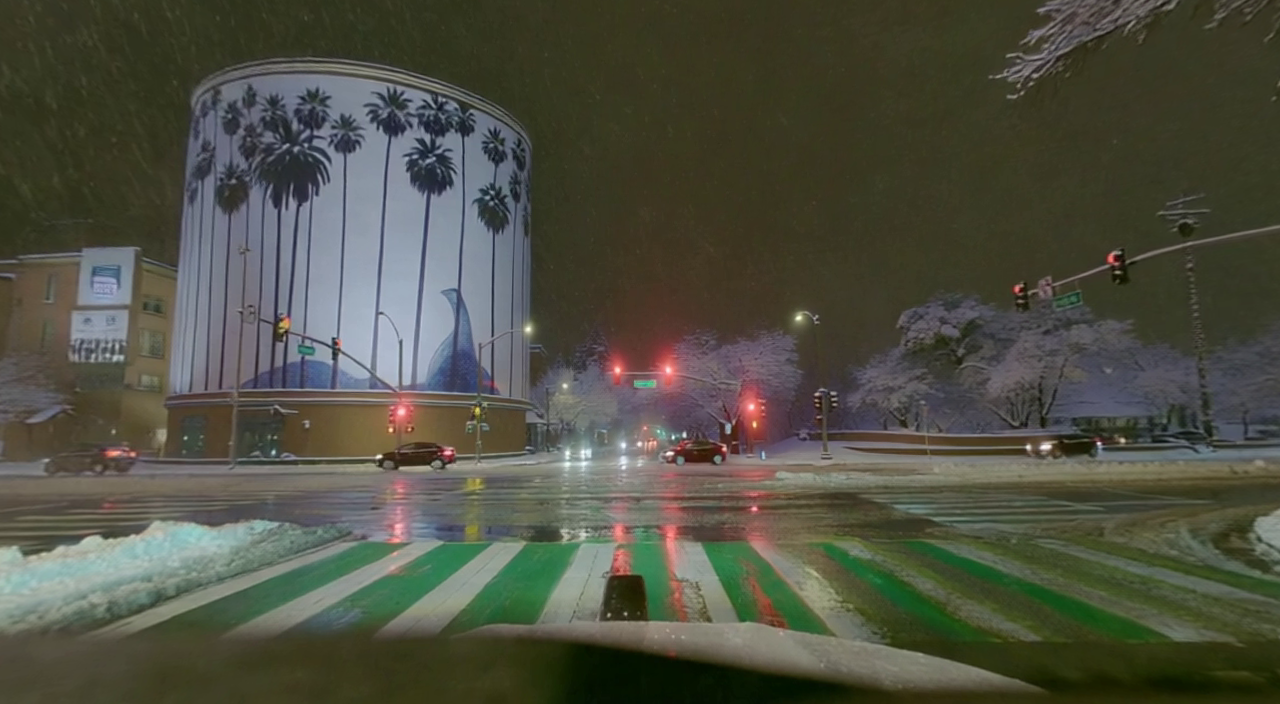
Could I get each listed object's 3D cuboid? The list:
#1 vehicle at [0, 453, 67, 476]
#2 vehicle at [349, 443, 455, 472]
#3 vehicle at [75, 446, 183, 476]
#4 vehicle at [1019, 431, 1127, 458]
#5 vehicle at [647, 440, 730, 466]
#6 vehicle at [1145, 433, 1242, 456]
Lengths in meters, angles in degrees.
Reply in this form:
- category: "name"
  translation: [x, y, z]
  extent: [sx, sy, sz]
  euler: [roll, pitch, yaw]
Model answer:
- category: "vehicle"
  translation: [-41.650, 7.613, 42.770]
  extent: [3.698, 1.508, 1.779]
  euler: [0, -8, 1]
- category: "vehicle"
  translation: [-12.453, 5.516, 33.181]
  extent: [4.875, 1.461, 1.777]
  euler: [0, -8, 2]
- category: "vehicle"
  translation: [-30.154, 6.413, 37.276]
  extent: [4.648, 1.665, 1.910]
  euler: [0, -8, -1]
- category: "vehicle"
  translation: [25.030, 5.364, 36.563]
  extent: [4.893, 1.458, 1.791]
  euler: [0, -8, 0]
- category: "vehicle"
  translation: [2.796, 5.918, 37.109]
  extent: [4.784, 1.465, 1.798]
  euler: [0, -8, 1]
- category: "vehicle"
  translation: [36.174, 6.025, 41.226]
  extent: [4.606, 1.449, 1.687]
  euler: [0, -8, 2]
